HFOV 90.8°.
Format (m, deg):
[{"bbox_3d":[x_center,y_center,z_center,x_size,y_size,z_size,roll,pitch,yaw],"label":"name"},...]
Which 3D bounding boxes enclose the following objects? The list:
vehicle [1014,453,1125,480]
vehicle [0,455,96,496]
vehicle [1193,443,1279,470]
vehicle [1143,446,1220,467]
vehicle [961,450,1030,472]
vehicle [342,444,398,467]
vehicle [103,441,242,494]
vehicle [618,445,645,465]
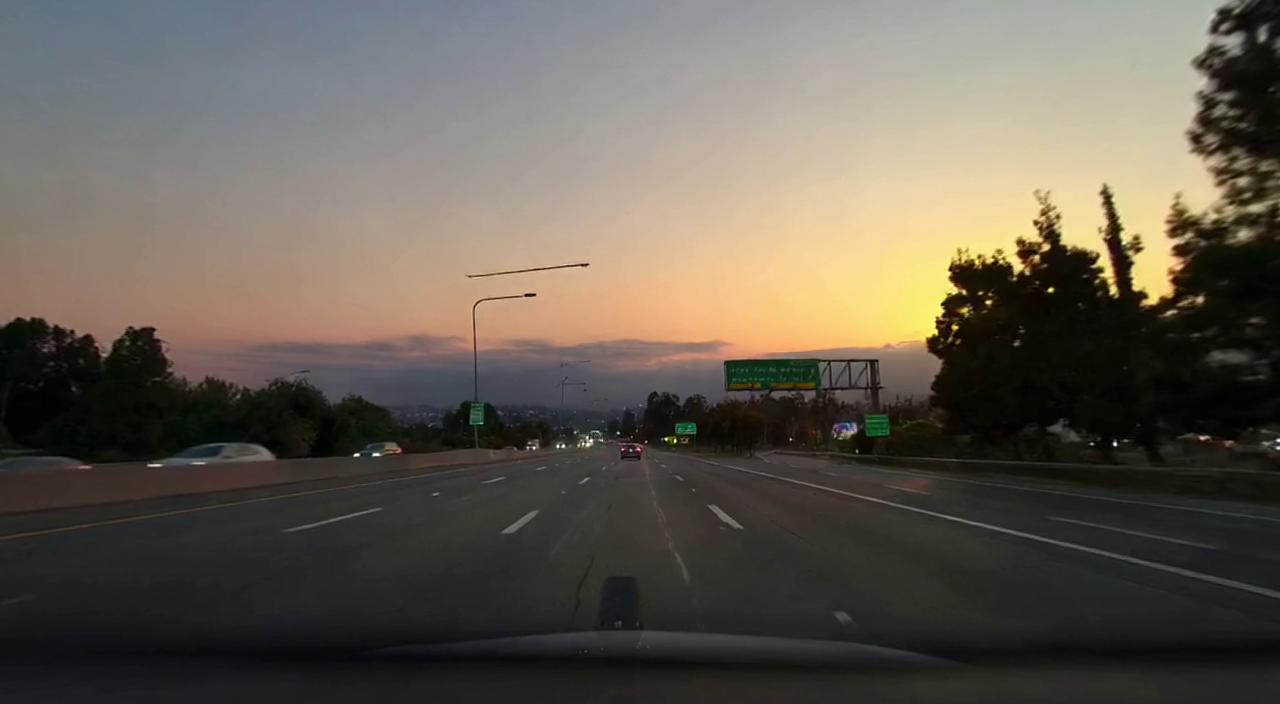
[{"bbox_3d":[24.381,6.490,36.052,4.687,1.456,2.075,-1,-9,8],"label":"vehicle"},{"bbox_3d":[-25.116,4.977,25.788,1.821,1.469,4.441,0,-9,1],"label":"vehicle"},{"bbox_3d":[39.695,6.876,41.708,1.934,1.572,4.262,7,-9,-28],"label":"vehicle"},{"bbox_3d":[41.780,8.044,48.798,1.871,1.530,4.021,5,-10,-30],"label":"vehicle"},{"bbox_3d":[24.468,7.495,43.550,3.596,1.434,1.782,-1,-9,5],"label":"vehicle"},{"bbox_3d":[-21.232,8.166,49.889,2.201,1.708,4.988,0,-9,0],"label":"vehicle"},{"bbox_3d":[-17.261,4.227,23.649,1.921,1.749,4.305,0,-8,-1],"label":"vehicle"},{"bbox_3d":[-0.688,7.847,48.381,2.025,1.460,4.189,0,-9,-2],"label":"vehicle"}]
